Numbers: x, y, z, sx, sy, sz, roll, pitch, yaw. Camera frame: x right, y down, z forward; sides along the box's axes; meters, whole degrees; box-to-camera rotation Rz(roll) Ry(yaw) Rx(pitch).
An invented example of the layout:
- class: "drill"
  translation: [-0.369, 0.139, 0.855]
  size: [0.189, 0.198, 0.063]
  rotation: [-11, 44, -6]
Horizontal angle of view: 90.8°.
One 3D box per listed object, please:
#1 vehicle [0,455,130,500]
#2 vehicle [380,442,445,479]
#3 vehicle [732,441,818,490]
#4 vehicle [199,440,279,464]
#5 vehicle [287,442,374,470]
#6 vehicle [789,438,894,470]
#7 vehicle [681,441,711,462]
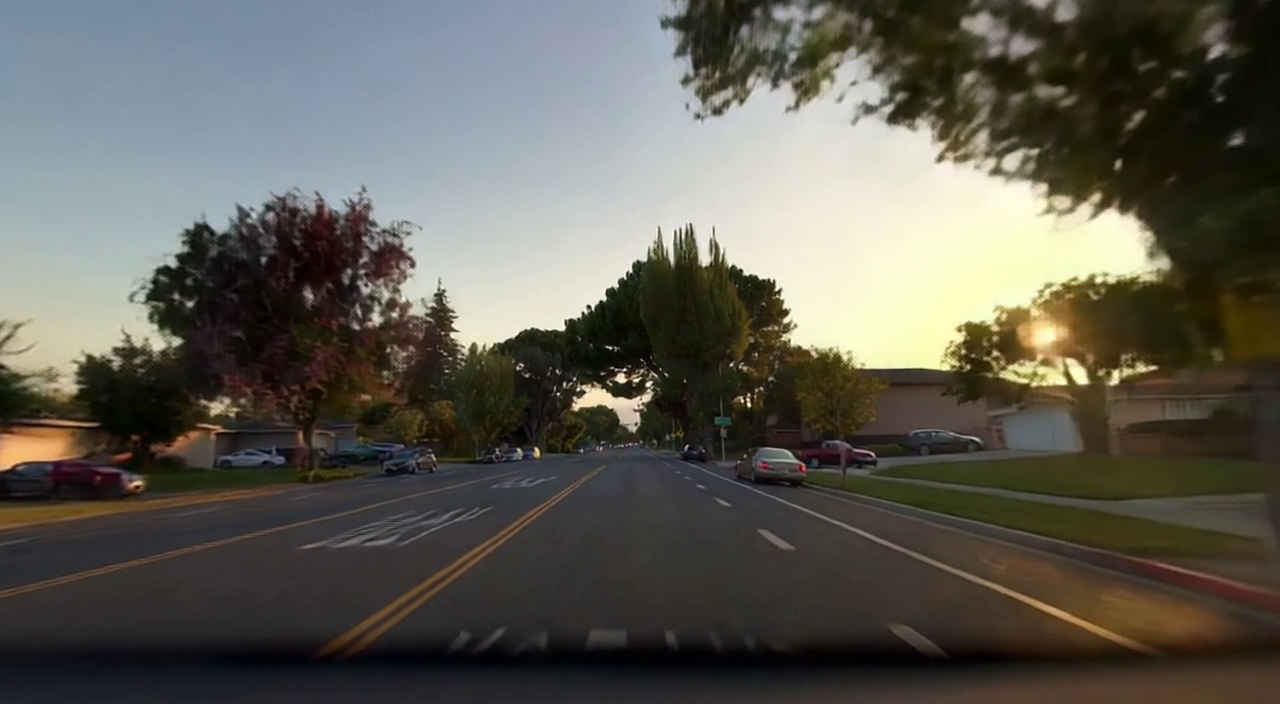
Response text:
- class: "vehicle"
  translation: [-21.553, 4.504, 22.833]
  size: [4.413, 1.477, 2.100]
  rotation: [0, -8, 1]
- class: "vehicle"
  translation: [-12.932, 6.132, 36.161]
  size: [2.049, 1.782, 4.460]
  rotation: [-4, -7, 0]
- class: "vehicle"
  translation: [4.465, 3.794, 21.573]
  size: [1.970, 1.455, 4.233]
  rotation: [0, -8, -1]
- class: "vehicle"
  translation: [-26.800, 6.705, 42.343]
  size: [4.073, 1.502, 1.822]
  rotation: [-1, -8, -2]
- class: "vehicle"
  translation: [-20.525, 6.905, 42.098]
  size: [4.744, 1.752, 2.008]
  rotation: [1, -8, -7]
- class: "vehicle"
  translation: [9.940, 5.029, 31.394]
  size: [4.501, 1.502, 1.975]
  rotation: [0, -8, -1]
- class: "vehicle"
  translation: [4.346, 7.832, 49.878]
  size: [1.925, 1.482, 4.746]
  rotation: [0, -8, 0]
